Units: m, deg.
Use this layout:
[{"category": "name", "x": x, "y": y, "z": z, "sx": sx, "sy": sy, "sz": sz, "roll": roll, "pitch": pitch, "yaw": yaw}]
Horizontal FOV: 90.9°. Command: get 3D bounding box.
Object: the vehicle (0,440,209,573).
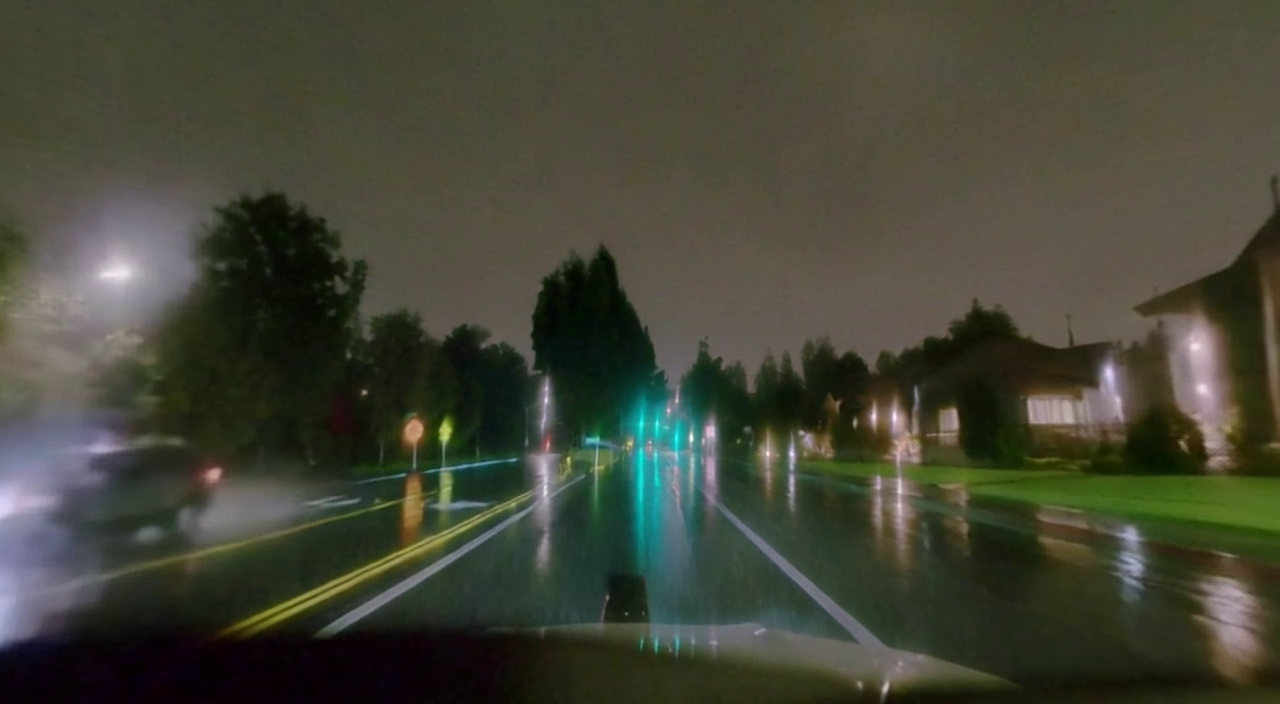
[{"category": "vehicle", "x": -8.509, "y": 2.010, "z": 8.692, "sx": 2.044, "sy": 1.548, "sz": 4.284, "roll": 0, "pitch": -8, "yaw": 1}]
